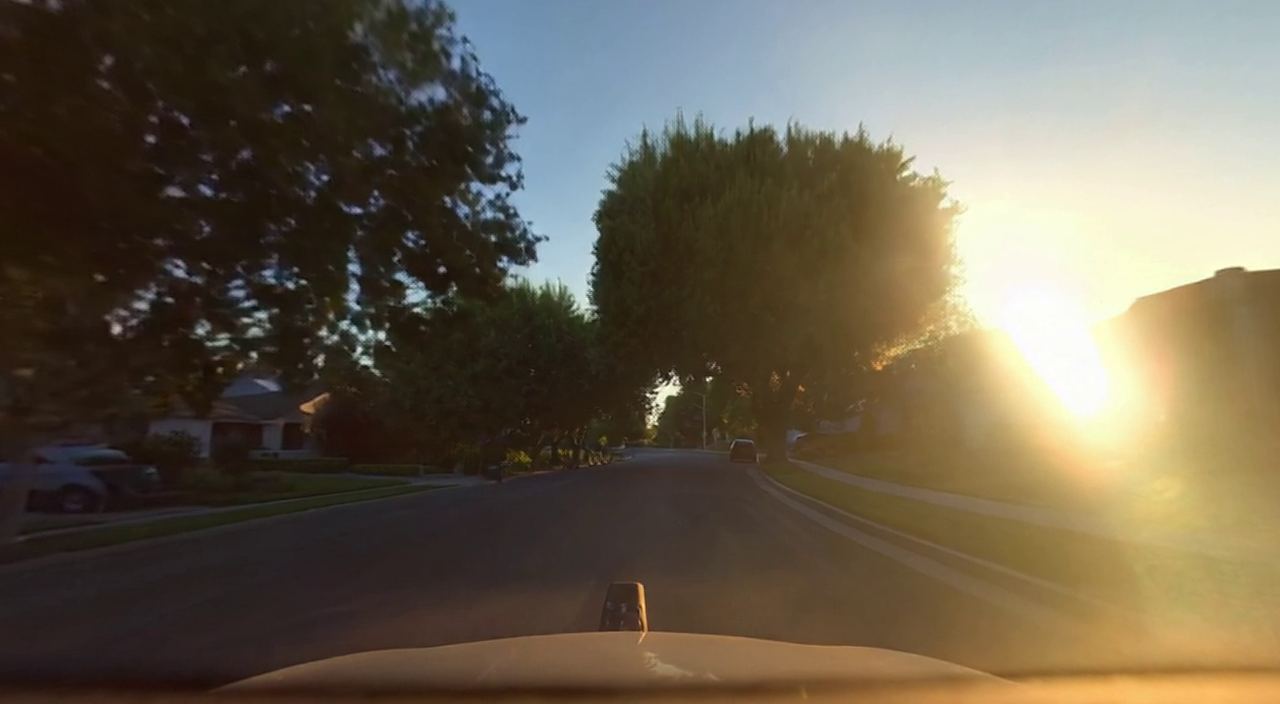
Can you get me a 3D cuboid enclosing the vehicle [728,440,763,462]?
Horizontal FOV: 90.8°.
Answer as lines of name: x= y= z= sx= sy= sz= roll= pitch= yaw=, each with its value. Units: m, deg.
vehicle: x=7.787 y=7.392 z=47.200 sx=2.088 sy=1.522 sz=4.449 roll=-1 pitch=-8 yaw=3
